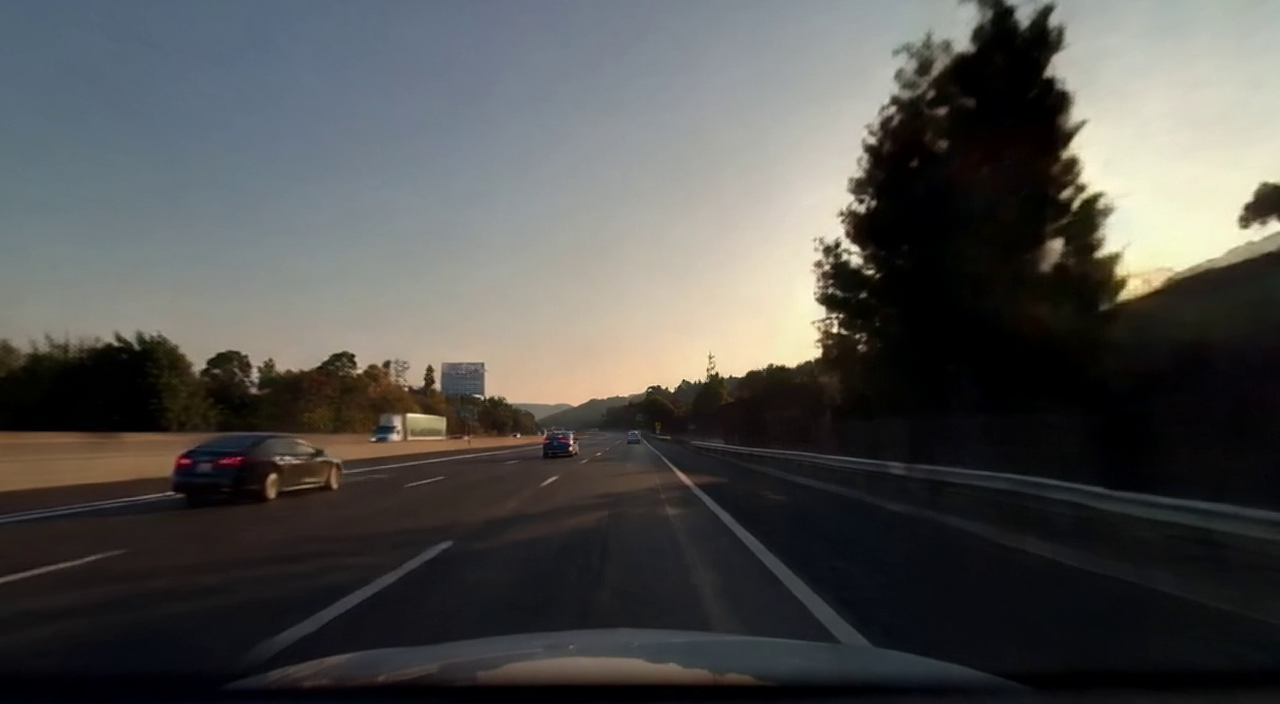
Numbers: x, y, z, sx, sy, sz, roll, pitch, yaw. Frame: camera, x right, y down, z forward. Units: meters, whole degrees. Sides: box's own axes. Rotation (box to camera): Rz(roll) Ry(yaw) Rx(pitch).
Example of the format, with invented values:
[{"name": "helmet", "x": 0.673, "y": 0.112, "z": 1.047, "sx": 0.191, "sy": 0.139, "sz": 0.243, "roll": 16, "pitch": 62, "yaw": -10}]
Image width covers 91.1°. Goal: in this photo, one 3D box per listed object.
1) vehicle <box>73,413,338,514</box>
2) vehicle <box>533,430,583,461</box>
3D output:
[{"name": "vehicle", "x": -8.140, "y": 2.115, "z": 12.470, "sx": 2.113, "sy": 1.632, "sz": 4.409, "roll": 0, "pitch": -8, "yaw": -1}, {"name": "vehicle", "x": -4.329, "y": 5.007, "z": 33.804, "sx": 2.064, "sy": 1.571, "sz": 4.225, "roll": 0, "pitch": -8, "yaw": 0}]
